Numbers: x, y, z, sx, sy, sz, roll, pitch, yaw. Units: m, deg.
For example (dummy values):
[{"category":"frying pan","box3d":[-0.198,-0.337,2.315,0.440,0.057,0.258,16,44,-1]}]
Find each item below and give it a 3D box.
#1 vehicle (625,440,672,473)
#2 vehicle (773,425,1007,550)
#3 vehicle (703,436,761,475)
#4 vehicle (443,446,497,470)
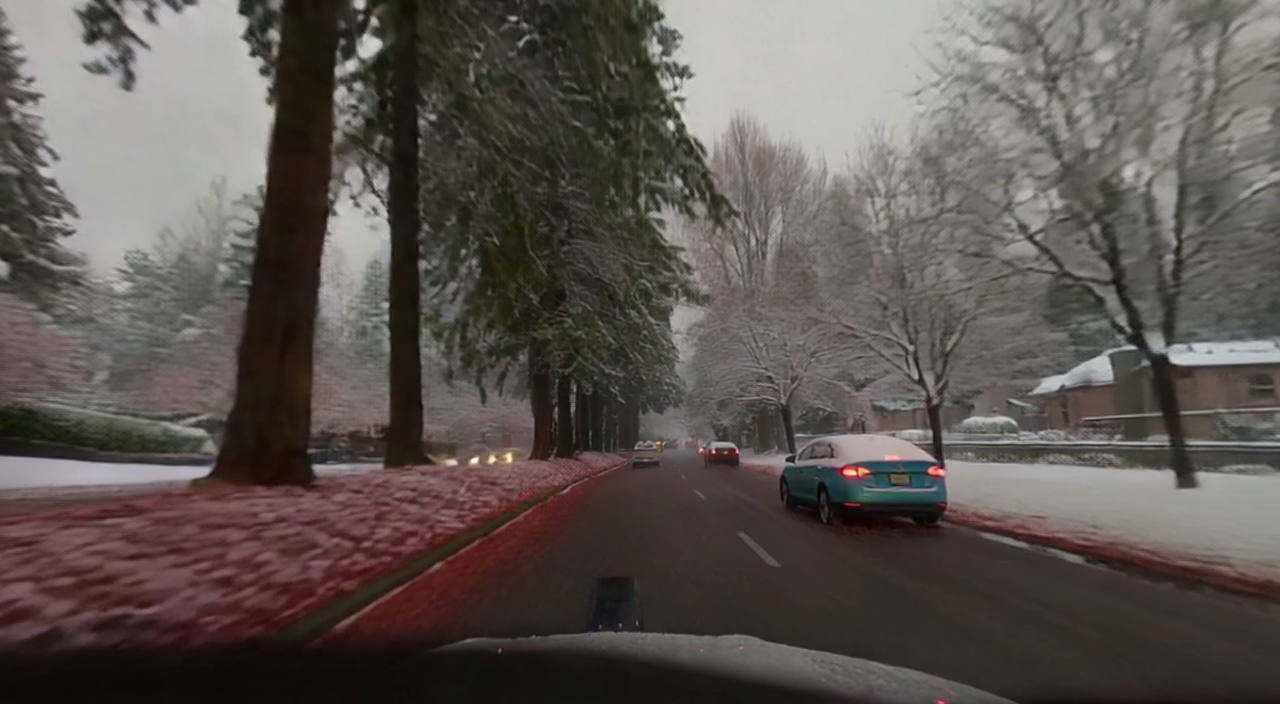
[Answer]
[{"category":"vehicle","box3d":[0.460,4.973,30.277,2.082,1.473,4.028,0,-9,2]},{"category":"vehicle","box3d":[3.525,1.984,9.919,1.985,1.529,4.147,0,-9,0]},{"category":"vehicle","box3d":[4.169,4.757,29.294,2.074,1.652,4.340,0,-9,1]},{"category":"vehicle","box3d":[-11.087,6.927,41.503,2.123,1.453,4.712,0,-9,1]}]
